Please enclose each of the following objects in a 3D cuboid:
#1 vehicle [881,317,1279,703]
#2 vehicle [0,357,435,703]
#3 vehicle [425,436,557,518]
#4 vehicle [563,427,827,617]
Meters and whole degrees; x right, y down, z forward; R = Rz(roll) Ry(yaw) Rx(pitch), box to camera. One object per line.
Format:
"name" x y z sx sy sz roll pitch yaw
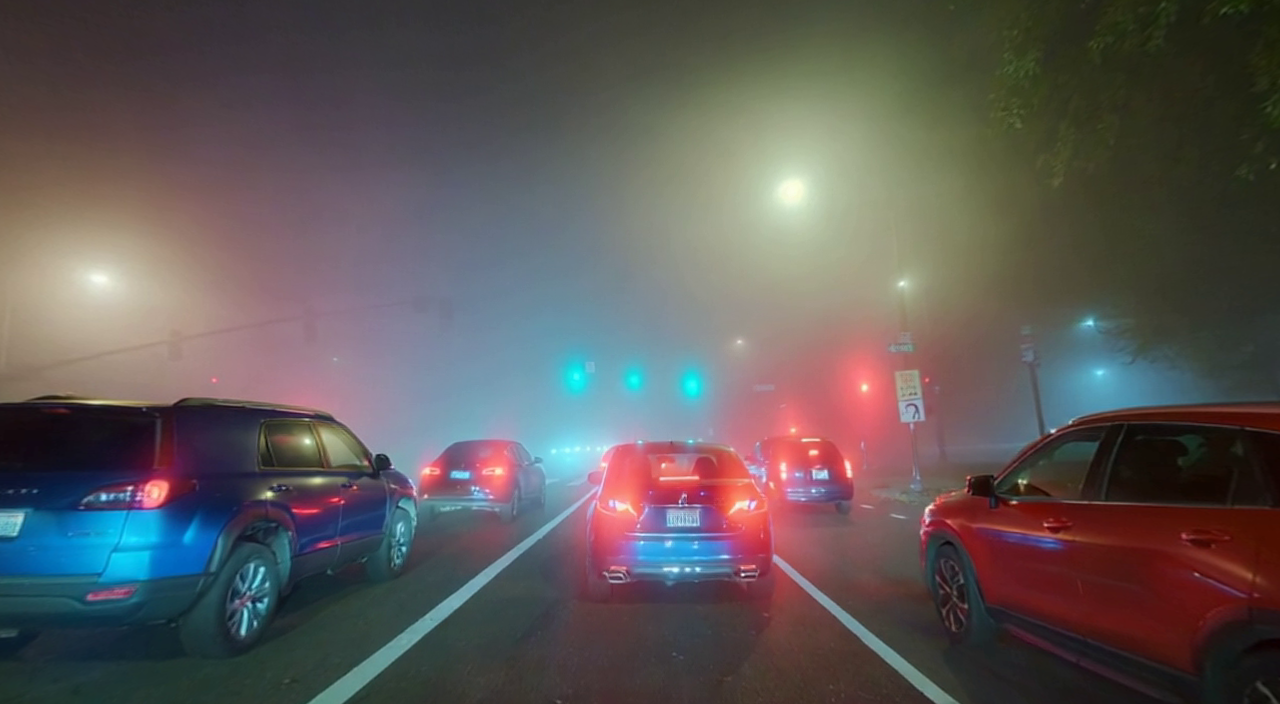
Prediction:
"vehicle" 3.049 0.930 3.155 1.880 1.747 4.500 0 -8 0
"vehicle" -3.447 1.220 5.294 1.889 1.767 4.289 0 -8 1
"vehicle" -3.078 2.658 13.886 1.868 1.516 4.114 0 -8 0
"vehicle" 0.426 1.619 6.917 2.051 1.460 3.932 0 -8 0
